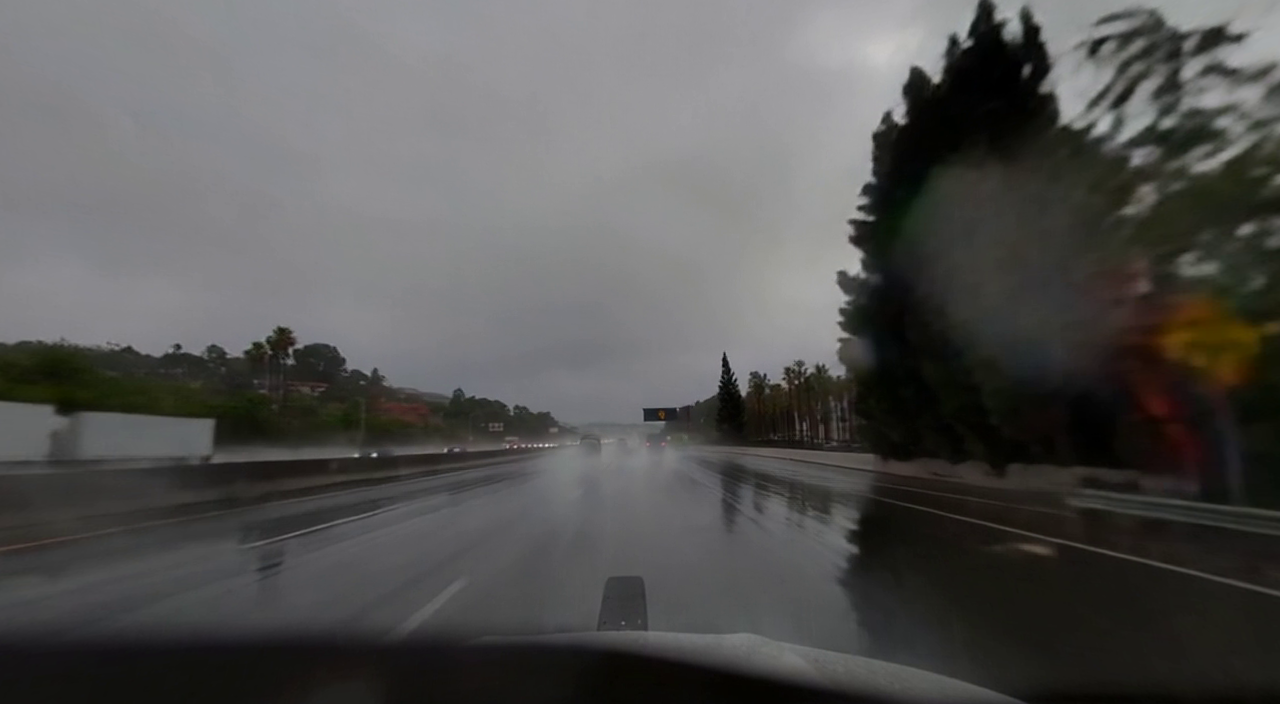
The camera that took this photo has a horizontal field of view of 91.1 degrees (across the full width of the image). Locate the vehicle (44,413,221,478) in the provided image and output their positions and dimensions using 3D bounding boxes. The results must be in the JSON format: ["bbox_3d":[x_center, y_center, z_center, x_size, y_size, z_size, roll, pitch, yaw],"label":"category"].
[{"bbox_3d":[-30.702,5.761,38.812,2.793,3.516,9.628,0,-8,0],"label":"vehicle"}]

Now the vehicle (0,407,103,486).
[{"bbox_3d":[-30.688,4.349,28.858,2.791,3.539,10.161,0,-8,1],"label":"vehicle"}]
